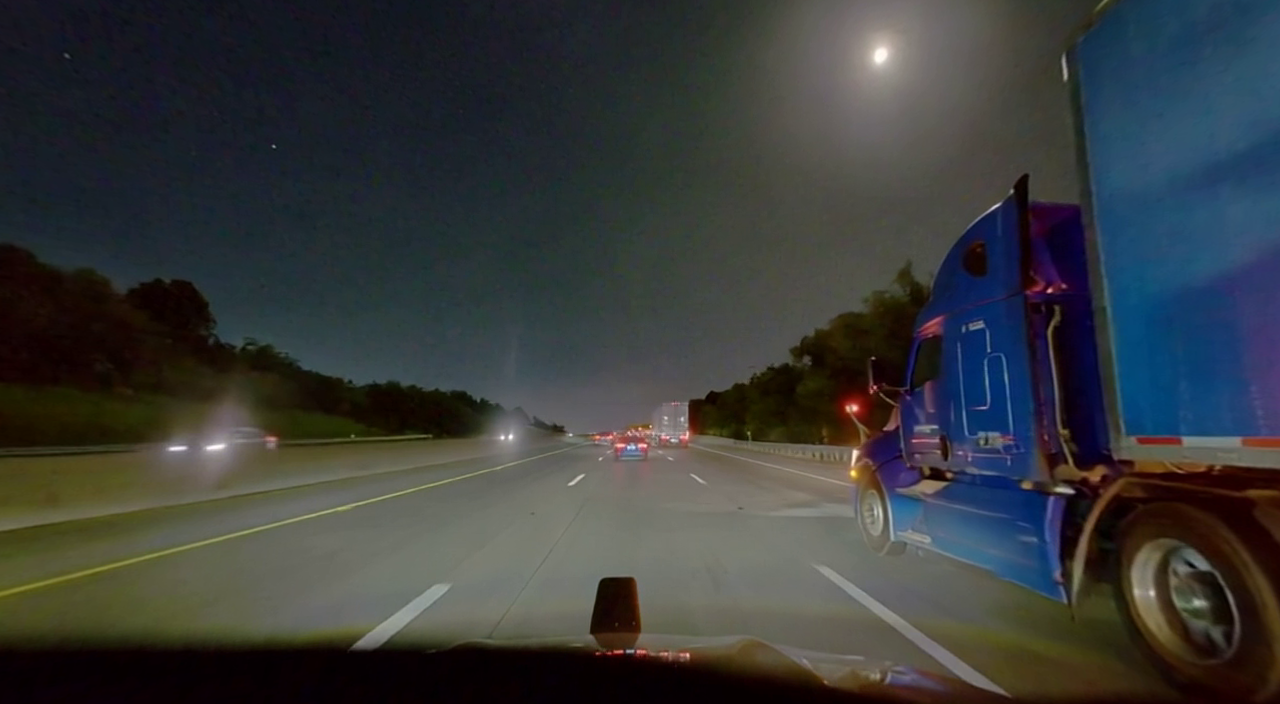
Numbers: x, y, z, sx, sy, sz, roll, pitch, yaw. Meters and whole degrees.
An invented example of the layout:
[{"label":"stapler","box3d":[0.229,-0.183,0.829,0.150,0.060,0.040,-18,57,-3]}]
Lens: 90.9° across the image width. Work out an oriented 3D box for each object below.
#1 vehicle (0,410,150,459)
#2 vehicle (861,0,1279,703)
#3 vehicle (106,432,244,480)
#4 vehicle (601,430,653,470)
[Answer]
[{"label":"vehicle","box3d":[-39.873,5.819,44.351,2.756,3.070,9.918,0,-8,0]},{"label":"vehicle","box3d":[3.698,-0.283,0.448,2.919,3.634,10.888,0,-8,-1]},{"label":"vehicle","box3d":[-15.483,3.449,21.261,1.777,1.458,3.797,0,-8,0]},{"label":"vehicle","box3d":[-0.504,3.860,25.095,1.929,1.469,3.677,0,-8,-1]}]
